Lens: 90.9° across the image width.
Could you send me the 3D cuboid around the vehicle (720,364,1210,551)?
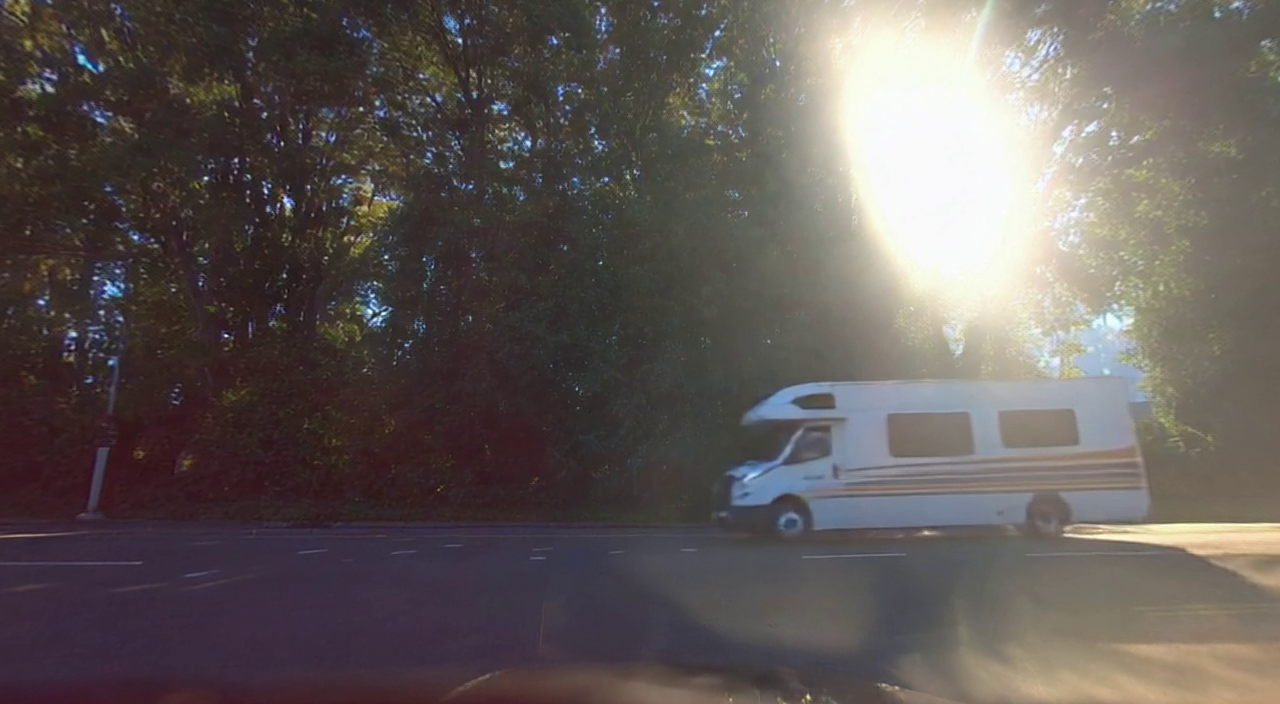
[{"bbox_3d":[5.910,2.037,12.506,8.152,3.185,2.776,0,-9,-3],"label":"vehicle"}]
